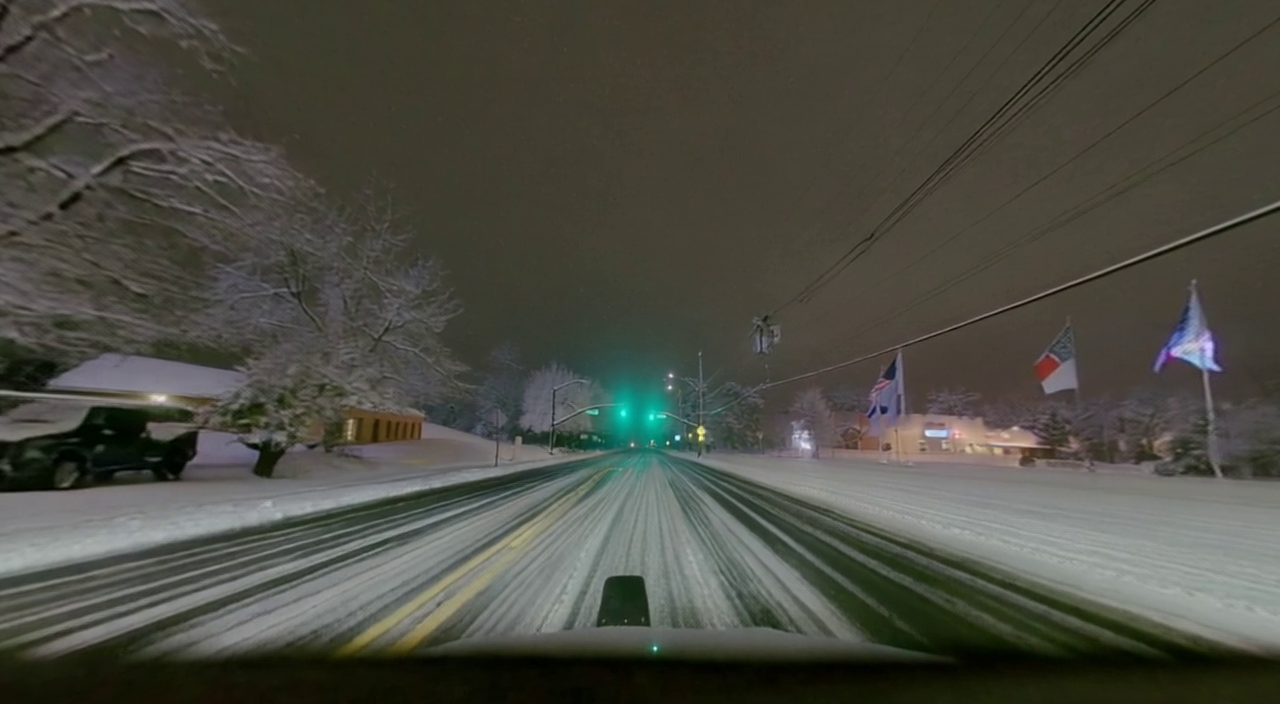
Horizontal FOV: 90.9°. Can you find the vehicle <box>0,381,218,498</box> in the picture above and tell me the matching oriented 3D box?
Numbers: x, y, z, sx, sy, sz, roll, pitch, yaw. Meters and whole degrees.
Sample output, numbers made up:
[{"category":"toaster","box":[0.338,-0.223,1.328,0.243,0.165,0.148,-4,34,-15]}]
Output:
[{"category":"vehicle","box":[-13.171,2.103,15.127,2.476,2.256,5.686,1,-8,-5]}]
